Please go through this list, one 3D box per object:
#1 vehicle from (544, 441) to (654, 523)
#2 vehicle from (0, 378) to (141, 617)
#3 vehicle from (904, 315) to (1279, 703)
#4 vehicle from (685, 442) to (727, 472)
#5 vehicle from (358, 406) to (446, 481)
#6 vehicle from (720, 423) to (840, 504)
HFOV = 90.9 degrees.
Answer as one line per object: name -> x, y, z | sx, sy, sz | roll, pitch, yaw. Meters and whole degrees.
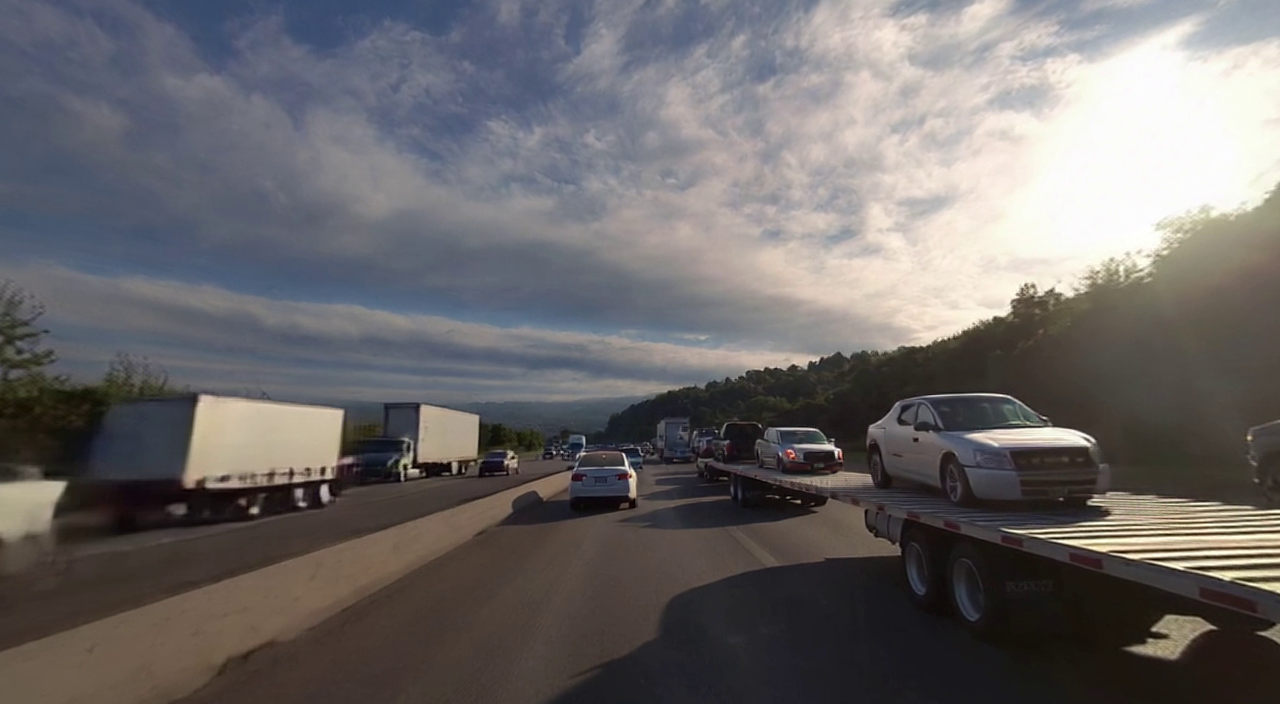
vehicle -> -0.719, 2.648, 13.315 | 1.991, 1.466, 3.675 | 0, -9, 1
vehicle -> -8.322, 1.456, 5.938 | 2.385, 2.627, 5.771 | 0, -9, 0
vehicle -> 3.485, 0.939, 3.634 | 1.959, 1.783, 4.407 | 0, -9, 0
vehicle -> 3.819, 6.124, 36.902 | 1.938, 1.660, 4.223 | 0, -9, -1
vehicle -> -15.343, 5.983, 41.234 | 3.230, 4.500, 5.937 | 0, -9, 1
vehicle -> 3.538, 2.941, 16.841 | 2.303, 1.889, 3.920 | 0, -9, 0
